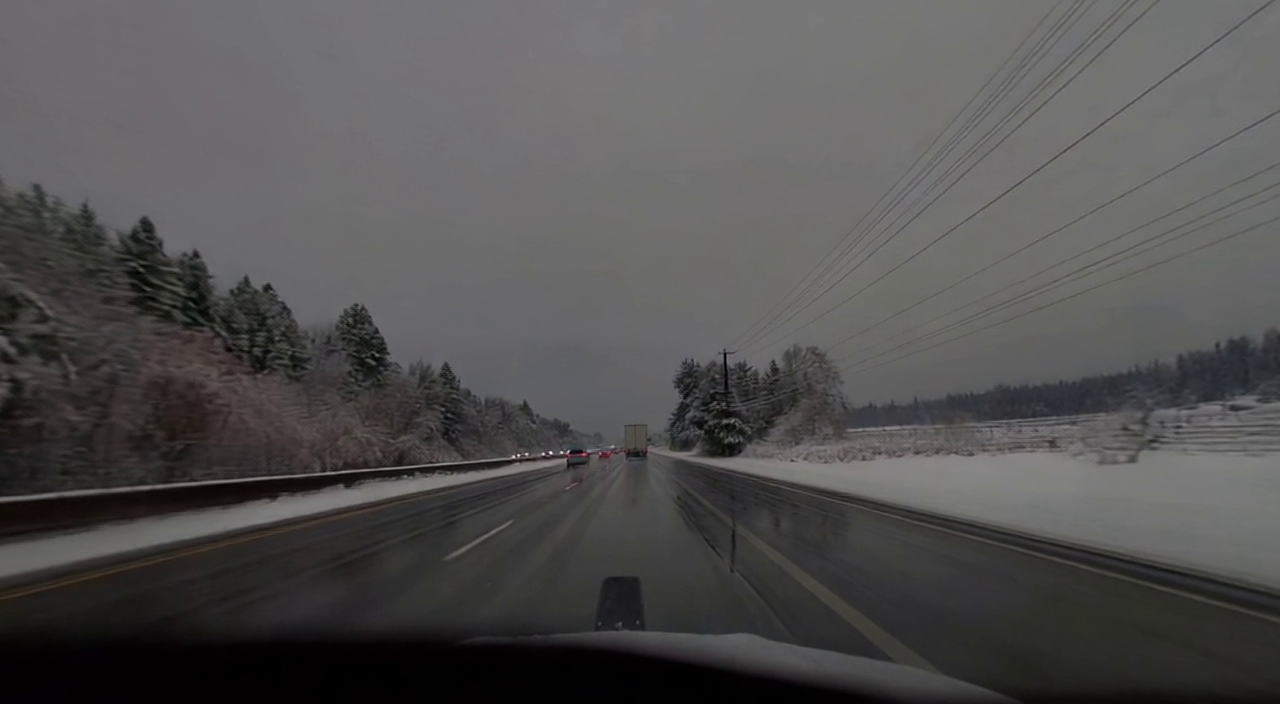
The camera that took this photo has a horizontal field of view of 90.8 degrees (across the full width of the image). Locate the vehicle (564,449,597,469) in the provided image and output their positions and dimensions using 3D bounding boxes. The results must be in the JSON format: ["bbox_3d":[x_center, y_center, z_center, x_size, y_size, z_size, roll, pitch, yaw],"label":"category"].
[{"bbox_3d":[-4.454,8.108,47.923,2.106,1.445,4.404,0,-9,-1],"label":"vehicle"}]
